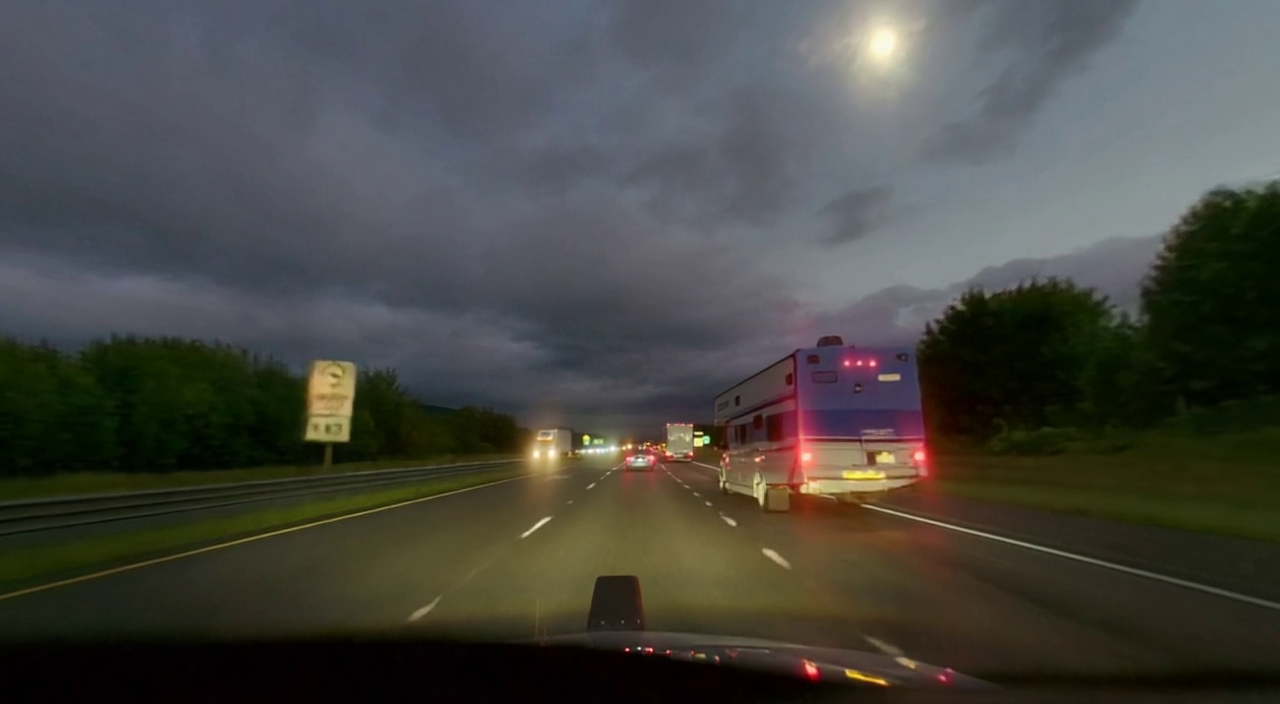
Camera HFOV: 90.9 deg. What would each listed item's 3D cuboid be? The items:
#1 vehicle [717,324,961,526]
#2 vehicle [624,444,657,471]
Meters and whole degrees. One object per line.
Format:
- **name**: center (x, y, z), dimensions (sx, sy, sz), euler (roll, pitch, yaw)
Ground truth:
- **vehicle**: center (3.980, 1.920, 15.399), dimensions (2.931, 3.530, 8.760), euler (0, -9, -1)
- **vehicle**: center (0.032, 7.077, 42.437), dimensions (2.151, 1.678, 3.923), euler (0, -9, 0)
